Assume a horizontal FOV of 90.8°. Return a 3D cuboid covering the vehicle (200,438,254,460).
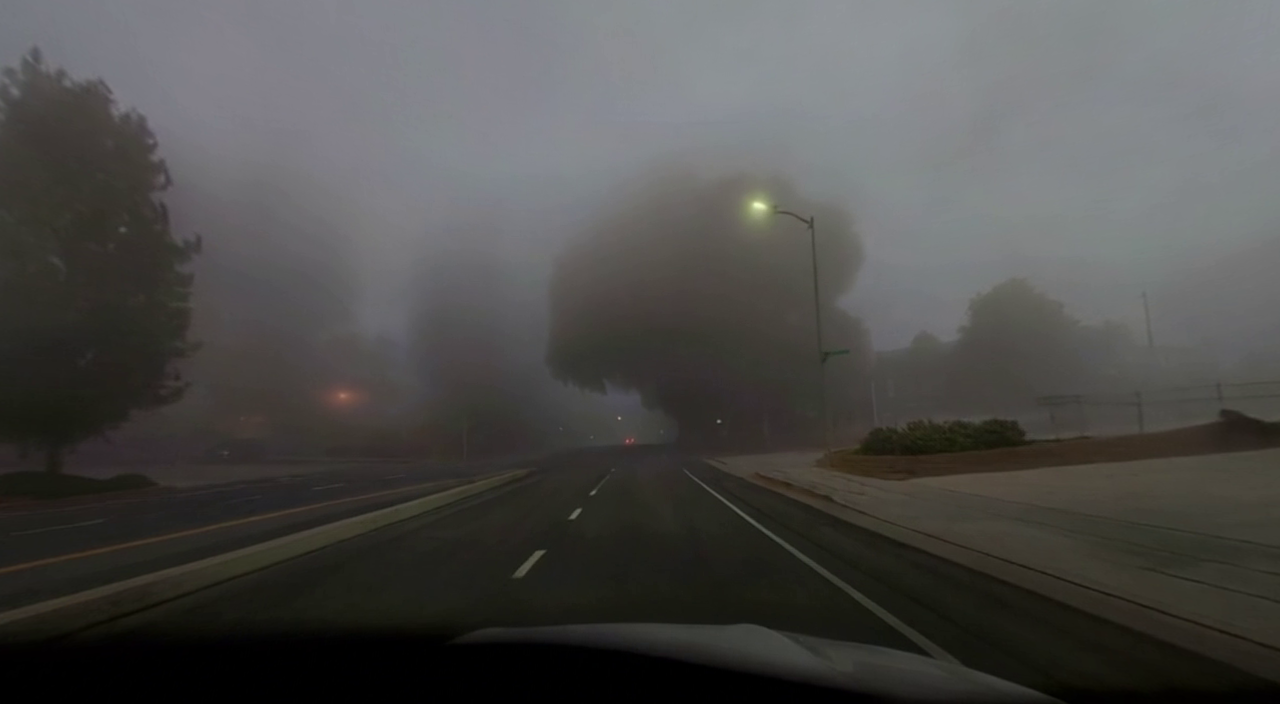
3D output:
[{"bbox_3d":[-29.837,7.013,45.748,1.991,1.435,4.421,2,-9,-16],"label":"vehicle"}]
